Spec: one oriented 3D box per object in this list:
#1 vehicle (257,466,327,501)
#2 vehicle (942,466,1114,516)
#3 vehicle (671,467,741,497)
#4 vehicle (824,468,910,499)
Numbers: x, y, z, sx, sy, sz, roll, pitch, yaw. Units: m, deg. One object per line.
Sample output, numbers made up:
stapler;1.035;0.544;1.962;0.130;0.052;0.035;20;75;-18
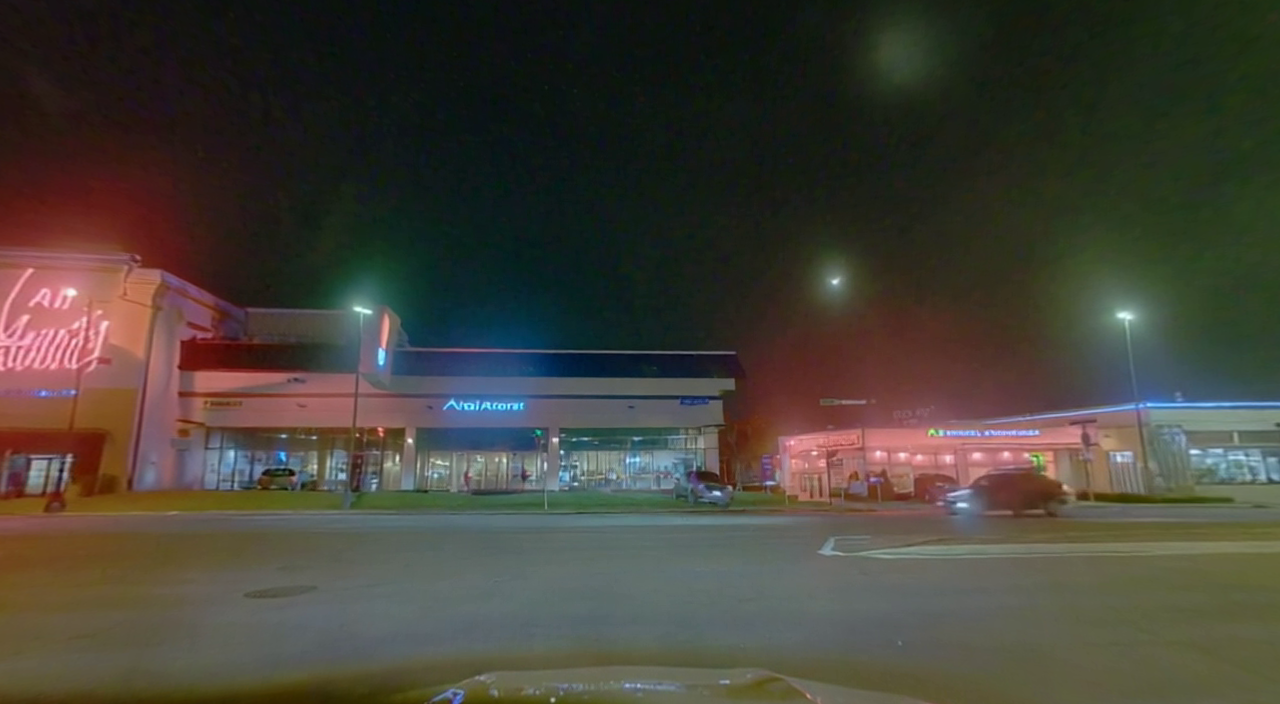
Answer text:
vehicle;-19.836;7.406;35.906;4.596;1.680;1.936;-8;-11;41
vehicle;12.559;4.490;20.638;4.418;1.467;1.846;0;-9;-3
vehicle;3.783;7.605;37.148;1.812;1.468;4.519;5;-10;-28
vehicle;13.163;7.636;36.947;1.791;1.453;4.593;5;-10;-29
